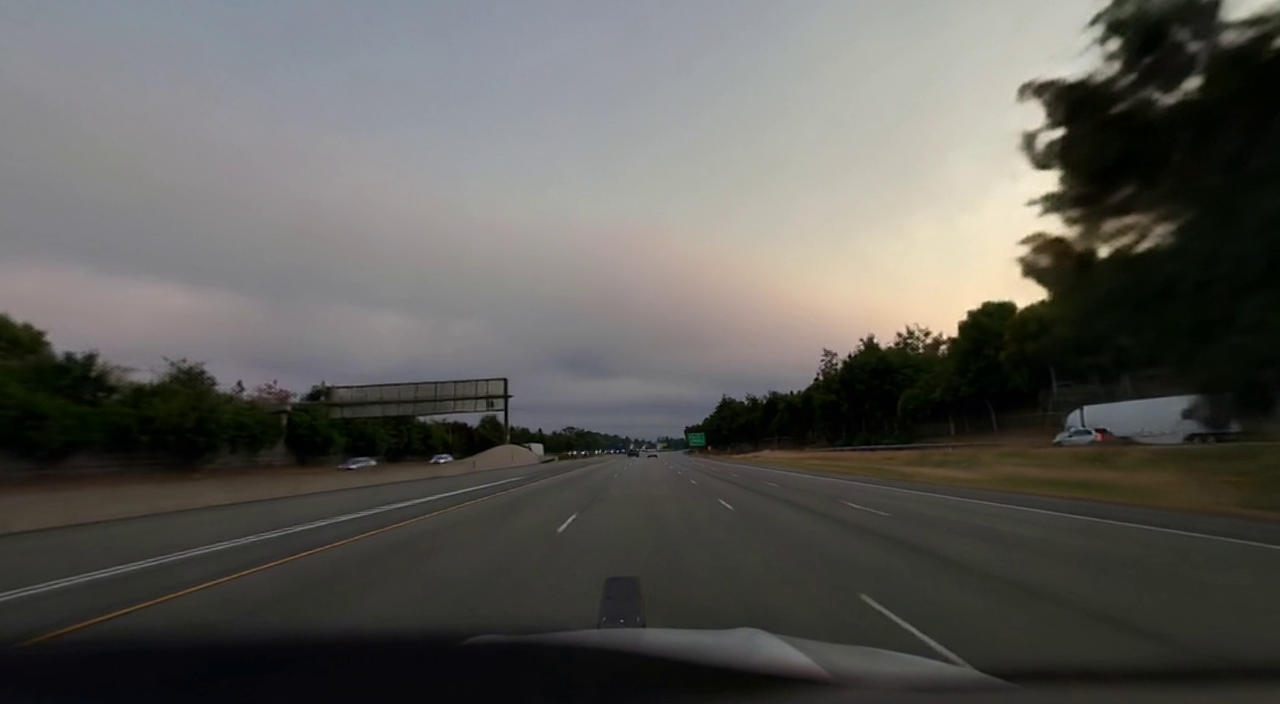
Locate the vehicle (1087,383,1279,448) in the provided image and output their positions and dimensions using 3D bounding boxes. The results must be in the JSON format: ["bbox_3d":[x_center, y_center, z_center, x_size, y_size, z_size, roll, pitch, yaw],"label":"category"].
[{"bbox_3d":[40.698,5.107,47.137,2.876,4.046,13.881,1,-9,-8],"label":"vehicle"}]
